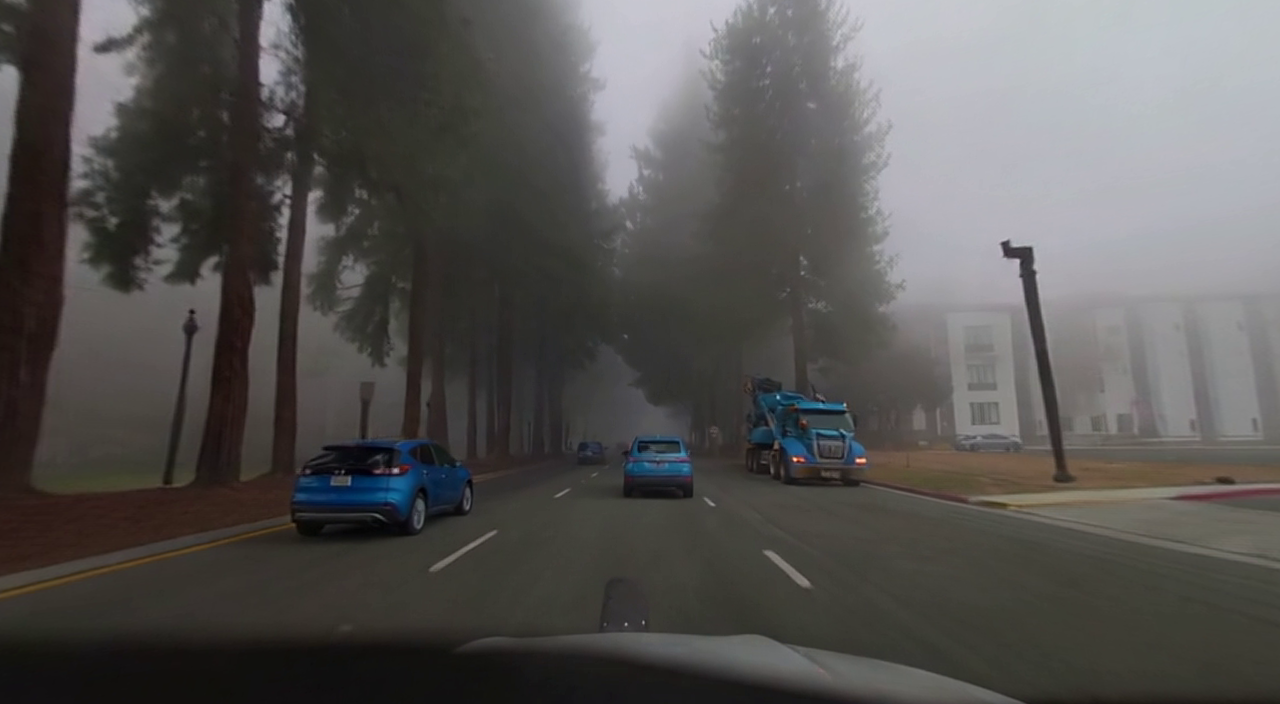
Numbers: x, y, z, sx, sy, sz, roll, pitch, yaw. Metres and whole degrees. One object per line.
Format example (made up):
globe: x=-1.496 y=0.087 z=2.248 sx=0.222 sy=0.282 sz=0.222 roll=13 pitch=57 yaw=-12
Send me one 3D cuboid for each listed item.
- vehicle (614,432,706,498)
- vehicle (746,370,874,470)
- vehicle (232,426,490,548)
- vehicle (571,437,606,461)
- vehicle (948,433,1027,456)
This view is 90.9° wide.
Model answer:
vehicle: x=0.435 y=2.861 z=16.334 sx=2.086 sy=1.466 sz=4.026 roll=0 pitch=-8 yaw=0
vehicle: x=5.743 y=2.532 z=22.439 sx=2.736 sy=3.078 sz=5.825 roll=0 pitch=-8 yaw=-2
vehicle: x=-4.089 y=2.059 z=10.386 sx=2.003 sy=1.507 sz=4.808 roll=0 pitch=-8 yaw=1
vehicle: x=-3.693 y=7.075 z=46.111 sx=2.062 sy=1.641 sz=4.193 roll=0 pitch=-8 yaw=2
vehicle: x=25.189 y=6.734 z=45.864 sx=1.955 sy=1.599 sz=4.618 roll=4 pitch=-9 yaw=-26
